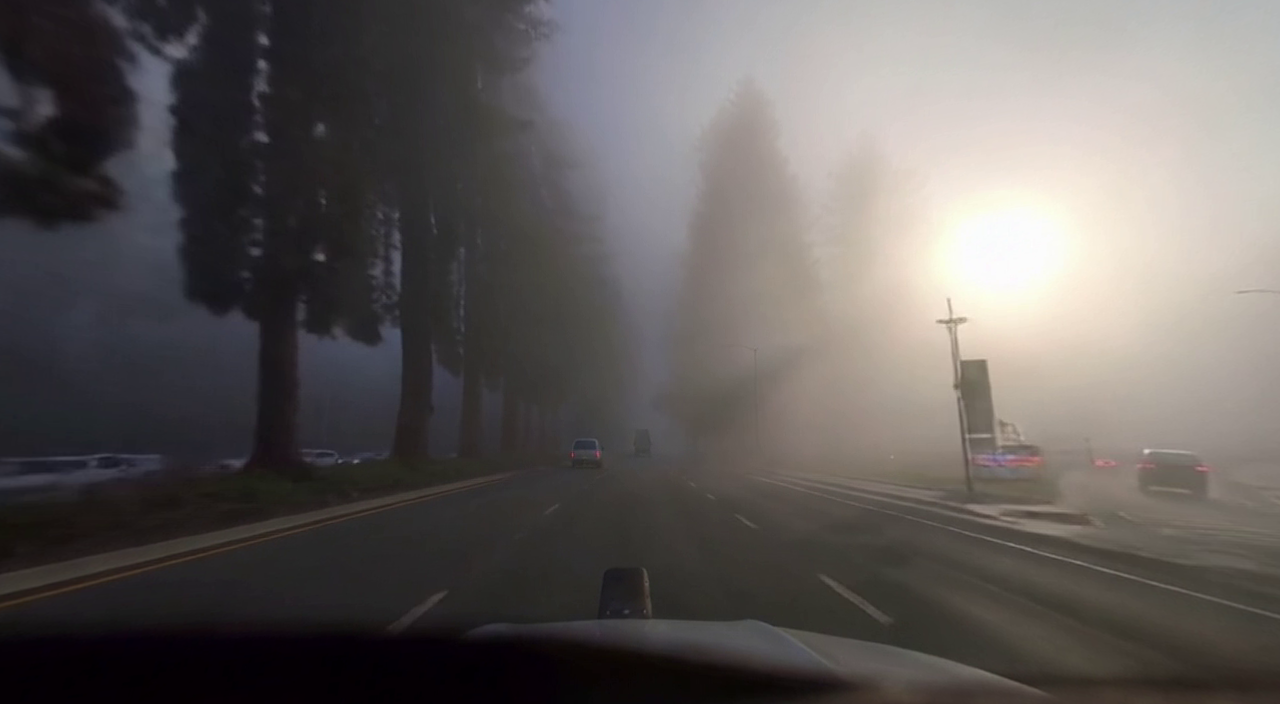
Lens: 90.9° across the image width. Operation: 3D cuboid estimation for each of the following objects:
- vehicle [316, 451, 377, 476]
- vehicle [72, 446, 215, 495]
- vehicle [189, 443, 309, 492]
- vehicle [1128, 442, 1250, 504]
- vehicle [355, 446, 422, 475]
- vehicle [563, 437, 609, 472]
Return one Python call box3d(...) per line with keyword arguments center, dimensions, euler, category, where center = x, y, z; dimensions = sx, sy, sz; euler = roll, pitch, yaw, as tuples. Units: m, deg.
box3d(center=(-19.771, 7.534, 42.711), dimensions=(1.880, 1.543, 4.487), euler=(-1, -9, 1), category="vehicle")
box3d(center=(-20.094, 4.816, 25.841), dimensions=(2.036, 1.770, 4.623), euler=(1, -10, 0), category="vehicle")
box3d(center=(-16.003, 4.710, 26.166), dimensions=(2.182, 1.790, 4.713), euler=(0, -9, -4), category="vehicle")
box3d(center=(17.738, 3.864, 20.654), dimensions=(2.280, 1.757, 4.572), euler=(-6, -10, 33), category="vehicle")
box3d(center=(-16.543, 7.136, 41.723), dimensions=(2.225, 1.719, 4.915), euler=(-1, -9, 2), category="vehicle")
box3d(center=(-3.158, 6.197, 38.156), dimensions=(2.255, 1.940, 4.822), euler=(0, -9, 1), category="vehicle")
